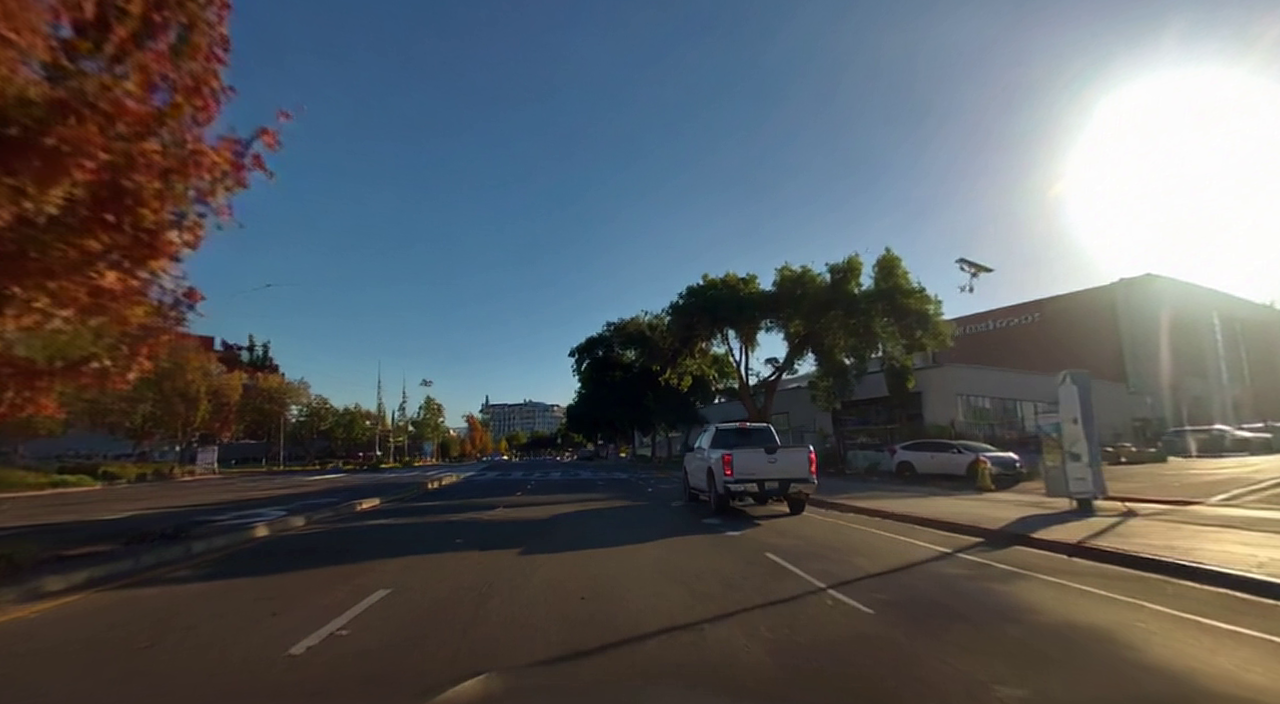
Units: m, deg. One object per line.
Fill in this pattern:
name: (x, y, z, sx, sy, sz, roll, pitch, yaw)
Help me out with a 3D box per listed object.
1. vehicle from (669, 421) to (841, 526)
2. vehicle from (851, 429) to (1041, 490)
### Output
vehicle: (2.296, 2.680, 14.689, 2.402, 1.922, 5.677, 1, -8, -6)
vehicle: (14.107, 5.043, 29.483, 7.551, 2.142, 2.896, 5, -10, -5)
